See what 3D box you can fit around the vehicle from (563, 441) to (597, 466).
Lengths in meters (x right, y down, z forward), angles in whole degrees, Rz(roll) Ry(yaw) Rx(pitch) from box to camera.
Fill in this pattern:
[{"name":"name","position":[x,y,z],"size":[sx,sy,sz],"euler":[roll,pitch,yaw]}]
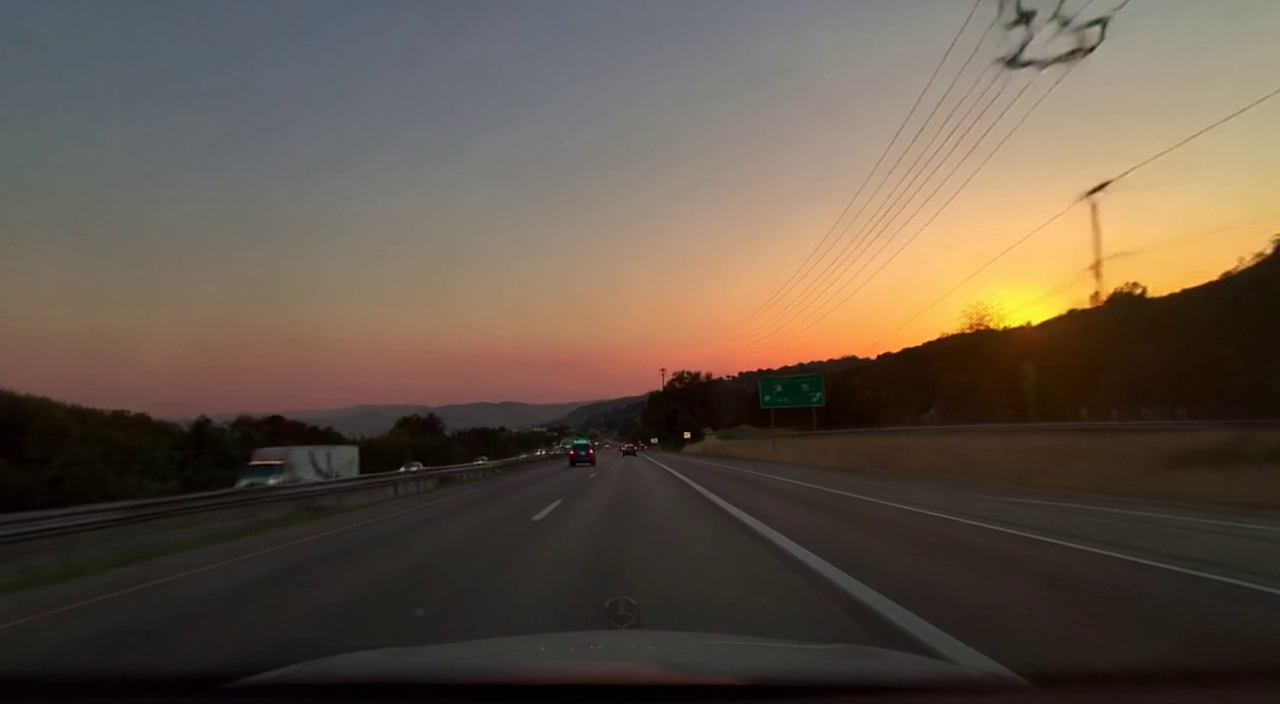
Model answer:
[{"name":"vehicle","position":[-4.602,7.865,49.222],"size":[2.130,1.823,4.761],"euler":[0,-8,0]}]
